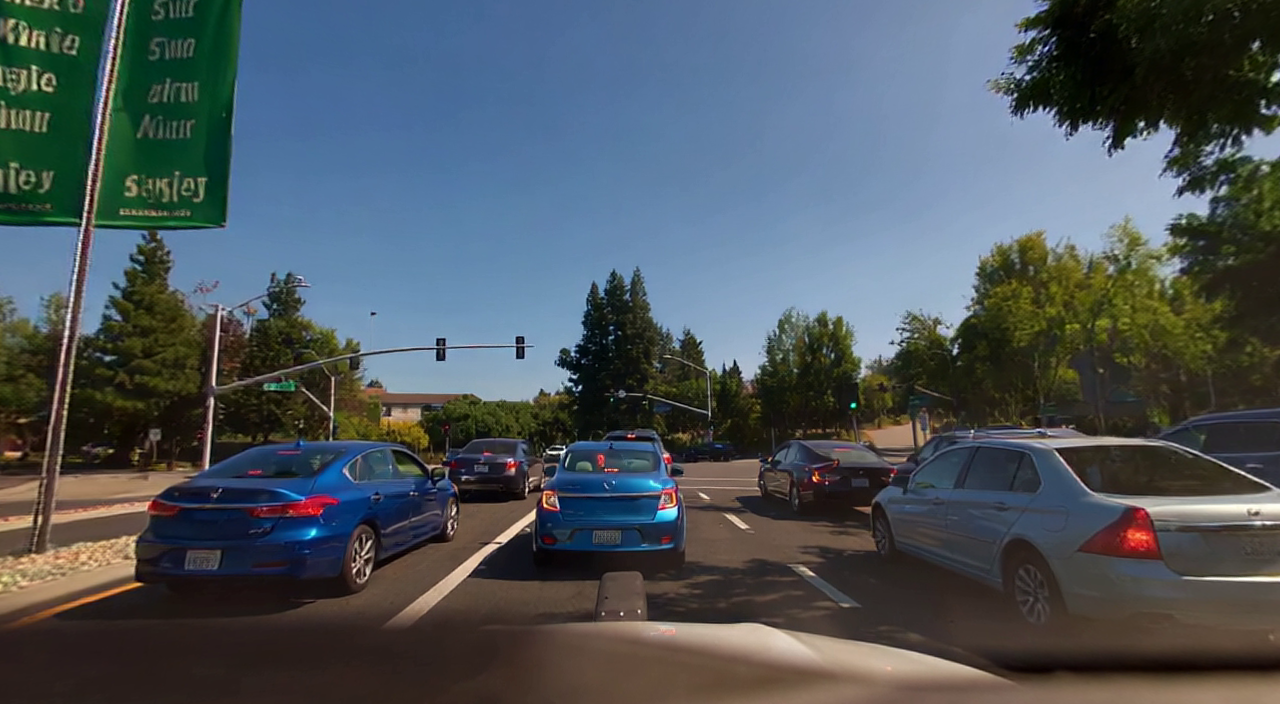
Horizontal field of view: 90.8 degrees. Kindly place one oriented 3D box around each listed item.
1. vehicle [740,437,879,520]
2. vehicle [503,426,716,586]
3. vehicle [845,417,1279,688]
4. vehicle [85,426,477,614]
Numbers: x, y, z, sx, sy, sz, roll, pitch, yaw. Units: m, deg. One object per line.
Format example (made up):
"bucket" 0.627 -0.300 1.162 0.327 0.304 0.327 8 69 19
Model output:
"vehicle" 3.397 2.610 13.489 1.852 1.498 3.825 0 -9 -1
"vehicle" -0.311 1.729 7.823 1.994 1.479 3.647 0 -9 -1
"vehicle" 3.598 1.439 5.761 1.953 1.471 4.470 0 -9 0
"vehicle" -3.362 1.638 7.081 1.929 1.457 4.136 0 -9 0
